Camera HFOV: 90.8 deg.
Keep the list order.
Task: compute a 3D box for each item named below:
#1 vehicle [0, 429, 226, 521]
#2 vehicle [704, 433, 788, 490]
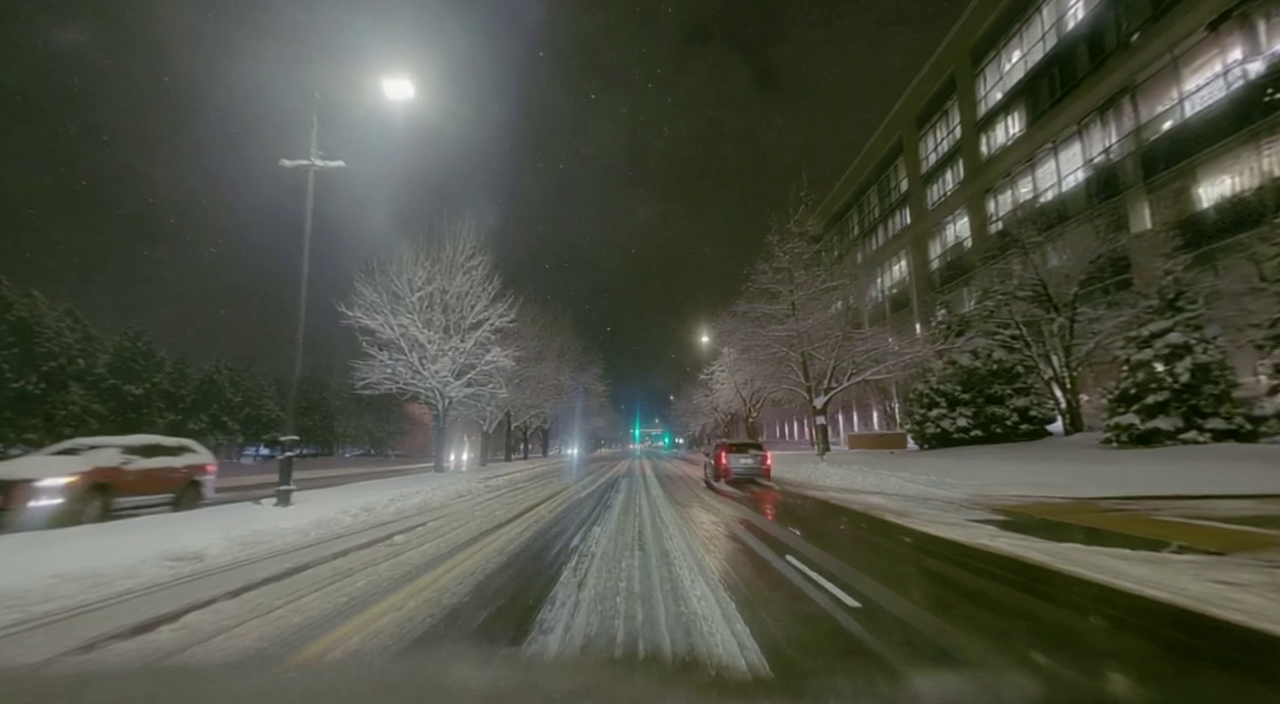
[{"bbox_3d":[-12.424,2.776,14.883,2.051,1.784,4.716,0,-8,1],"label":"vehicle"},{"bbox_3d":[3.551,3.751,22.012,2.083,1.743,4.354,0,-8,-1],"label":"vehicle"}]
